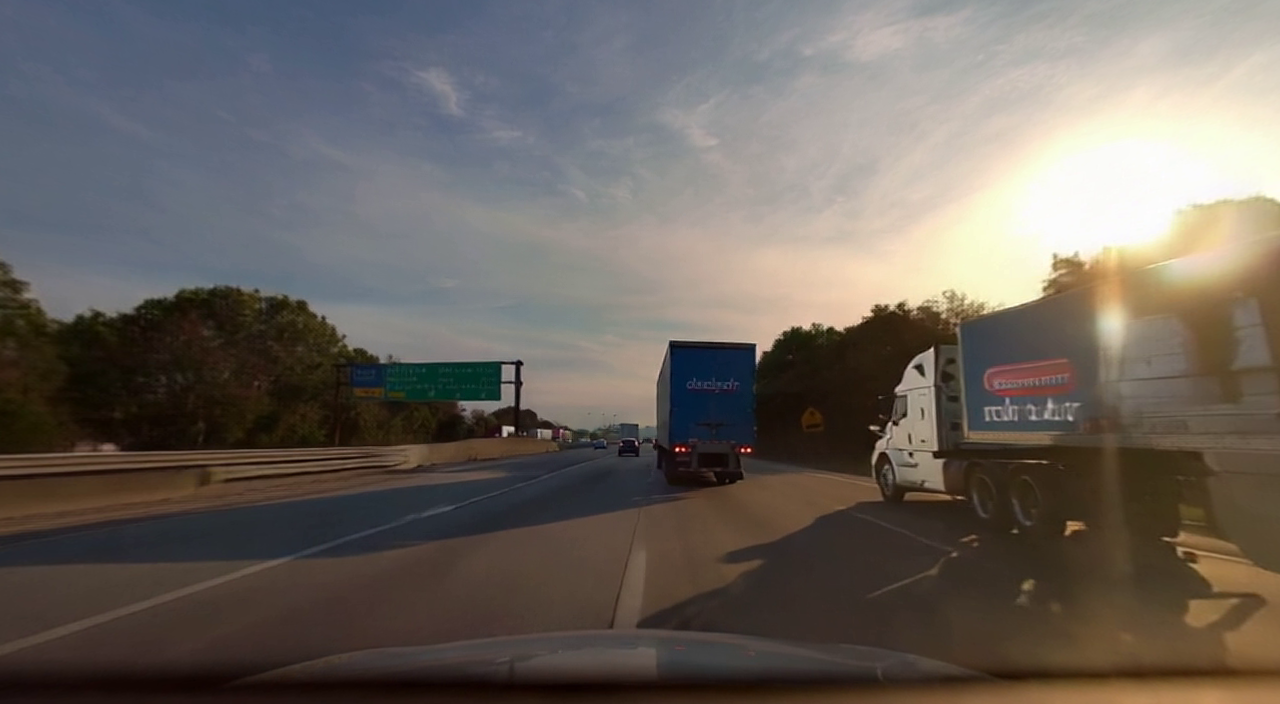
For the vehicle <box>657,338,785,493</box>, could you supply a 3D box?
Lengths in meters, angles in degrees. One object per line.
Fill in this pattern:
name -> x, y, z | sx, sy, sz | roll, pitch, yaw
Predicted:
vehicle -> 2.131, 2.227, 20.709 | 2.920, 3.860, 10.035 | 0, -8, 0
